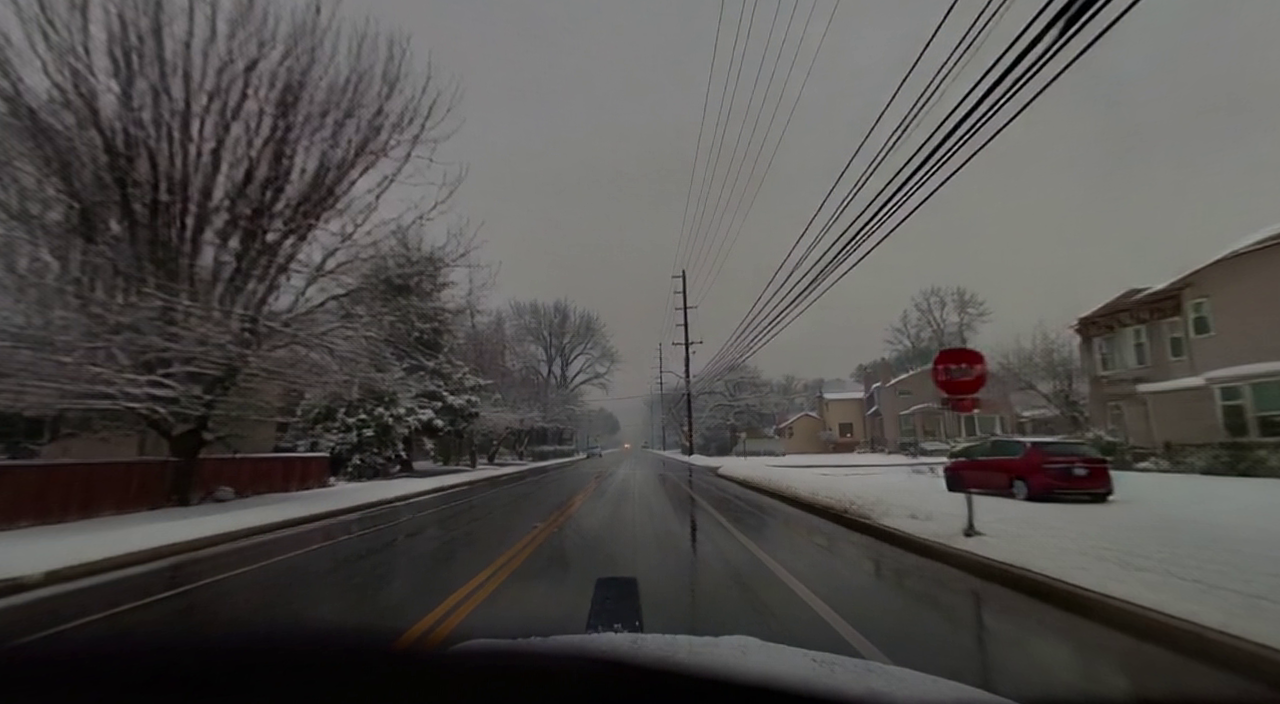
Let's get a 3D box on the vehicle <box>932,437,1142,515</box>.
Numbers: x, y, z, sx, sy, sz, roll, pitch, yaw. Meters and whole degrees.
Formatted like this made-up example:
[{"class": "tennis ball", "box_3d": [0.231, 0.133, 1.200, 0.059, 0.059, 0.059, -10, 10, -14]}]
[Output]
[{"class": "vehicle", "box_3d": [8.709, 2.729, 14.463, 1.811, 1.491, 4.407, 0, -9, -2]}]
